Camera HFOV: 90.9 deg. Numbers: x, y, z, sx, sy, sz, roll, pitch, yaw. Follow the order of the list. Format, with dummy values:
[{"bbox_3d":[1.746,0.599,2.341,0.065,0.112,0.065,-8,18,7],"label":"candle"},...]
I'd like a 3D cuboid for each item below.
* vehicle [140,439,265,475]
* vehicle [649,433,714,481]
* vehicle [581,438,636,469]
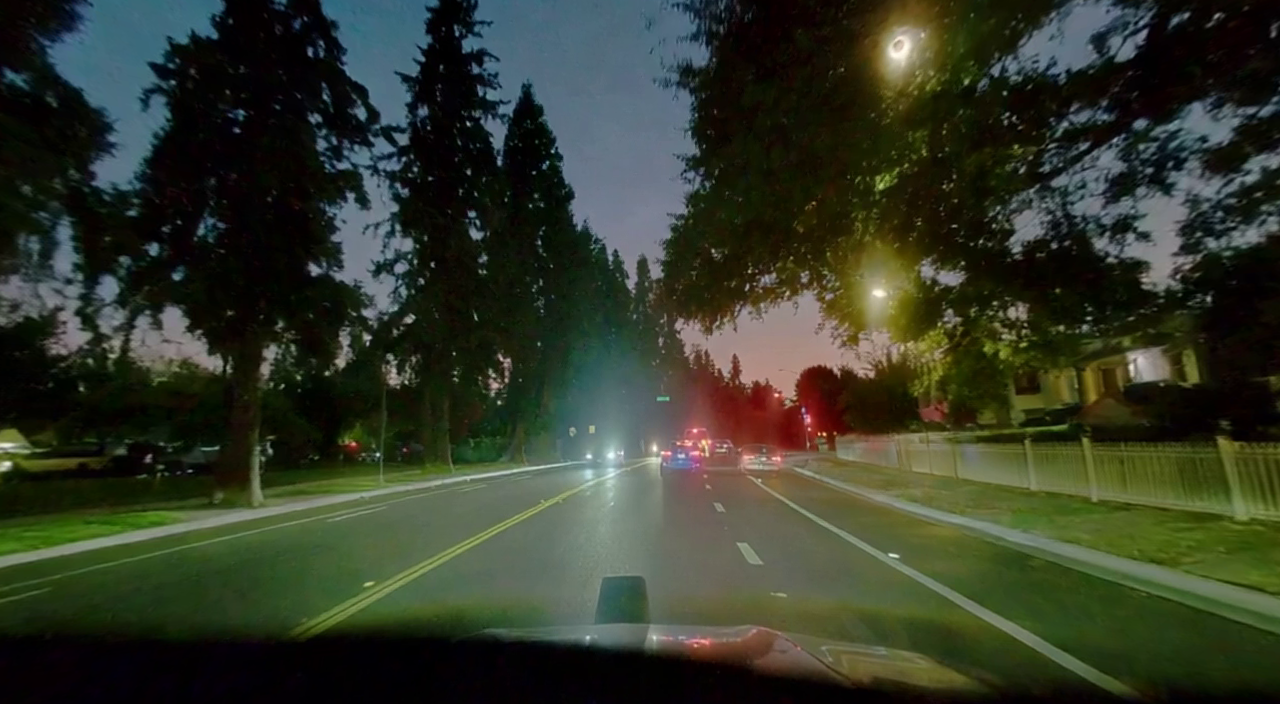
[{"bbox_3d":[-19.433,4.644,28.250,1.937,1.450,4.422,-1,-8,10],"label":"vehicle"},{"bbox_3d":[1.476,3.645,22.141,2.070,1.516,3.936,-1,-8,4],"label":"vehicle"},{"bbox_3d":[-1.556,5.293,33.129,1.961,1.498,4.401,-1,-8,10],"label":"vehicle"}]
